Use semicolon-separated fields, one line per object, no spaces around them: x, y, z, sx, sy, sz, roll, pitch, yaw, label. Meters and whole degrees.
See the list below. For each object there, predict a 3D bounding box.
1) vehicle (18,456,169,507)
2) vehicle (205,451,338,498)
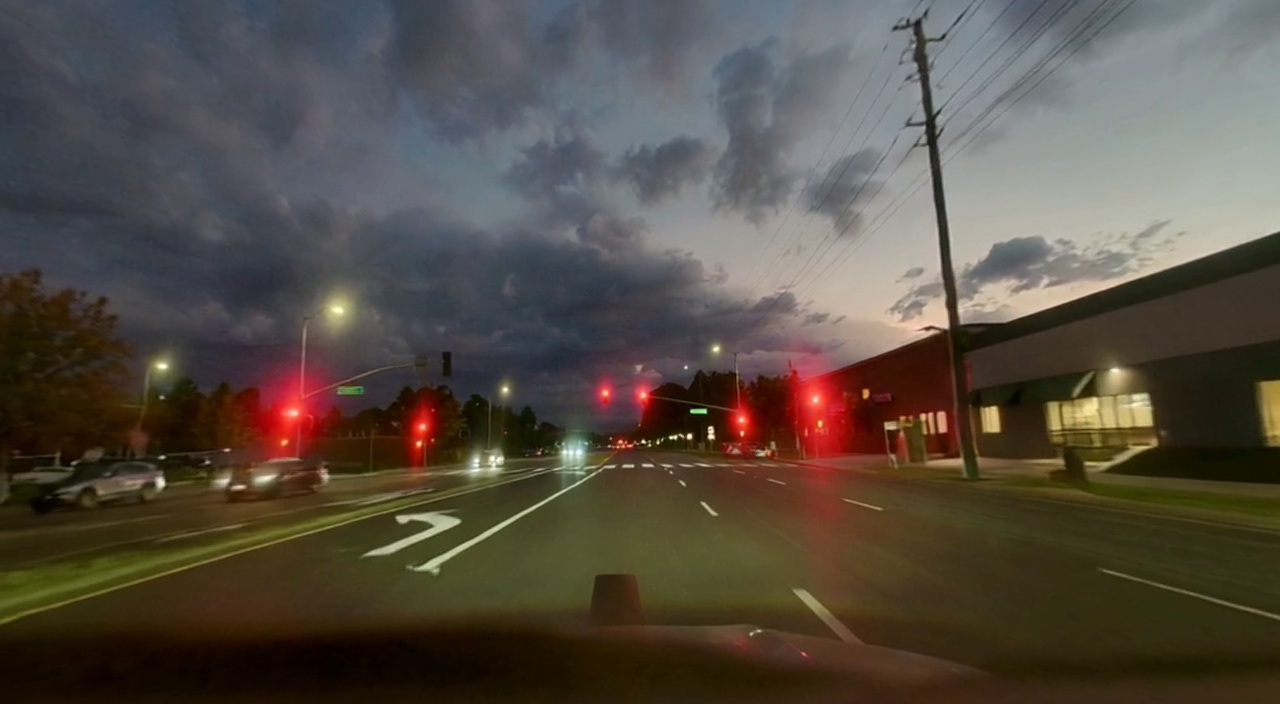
-19.591;4.612;22.933;1.851;1.584;4.035;0;-9;0;vehicle
-12.894;4.286;22.499;2.034;1.447;4.484;0;-9;0;vehicle
